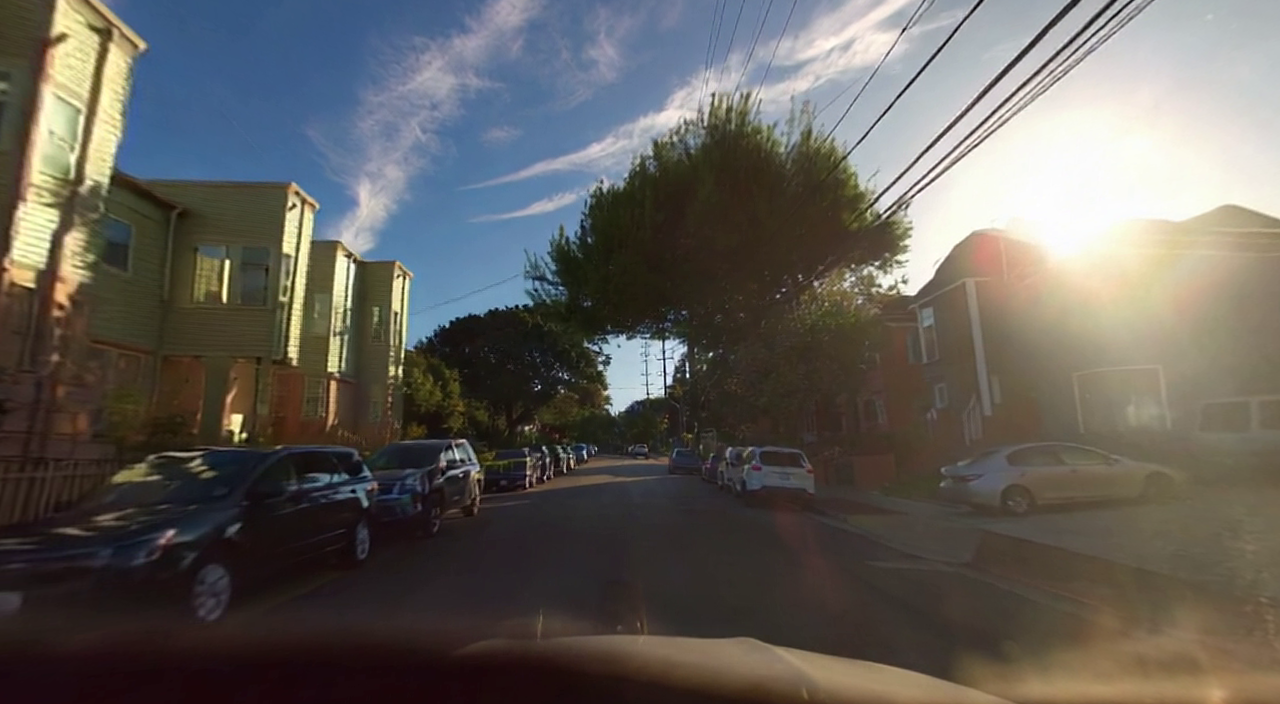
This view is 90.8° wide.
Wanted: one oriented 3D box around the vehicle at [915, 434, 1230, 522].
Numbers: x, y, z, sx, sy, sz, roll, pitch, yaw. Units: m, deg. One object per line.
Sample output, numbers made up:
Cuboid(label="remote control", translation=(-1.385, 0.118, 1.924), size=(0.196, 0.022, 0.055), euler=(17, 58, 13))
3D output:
Cuboid(label="vehicle", translation=(7.889, 2.322, 11.911), size=(4.480, 1.497, 1.884), euler=(0, -9, 2))

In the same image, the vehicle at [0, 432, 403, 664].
Cuboid(label="vehicle", translation=(-4.101, 1.613, 6.341), size=(1.745, 1.490, 4.304), euler=(0, -9, 0))

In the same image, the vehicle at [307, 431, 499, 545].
Cuboid(label="vehicle", translation=(-3.920, 2.296, 11.285), size=(1.876, 1.645, 3.911), euler=(0, -9, 0))

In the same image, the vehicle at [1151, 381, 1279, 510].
Cuboid(label="vehicle", translation=(13.956, 1.767, 12.059), size=(6.412, 2.204, 2.247), euler=(0, -9, -2))

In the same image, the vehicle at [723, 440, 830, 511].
Cuboid(label="vehicle", translation=(3.350, 3.115, 16.337), size=(1.916, 1.587, 3.986), euler=(0, -9, 1))

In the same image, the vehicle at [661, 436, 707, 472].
Cuboid(label="vehicle", translation=(2.819, 6.729, 41.751), size=(2.564, 2.155, 6.053), euler=(0, -9, 0))

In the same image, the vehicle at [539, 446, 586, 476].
Cuboid(label="vehicle", translation=(-4.094, 5.864, 34.036), size=(1.979, 1.471, 4.366), euler=(1, -10, 0))
